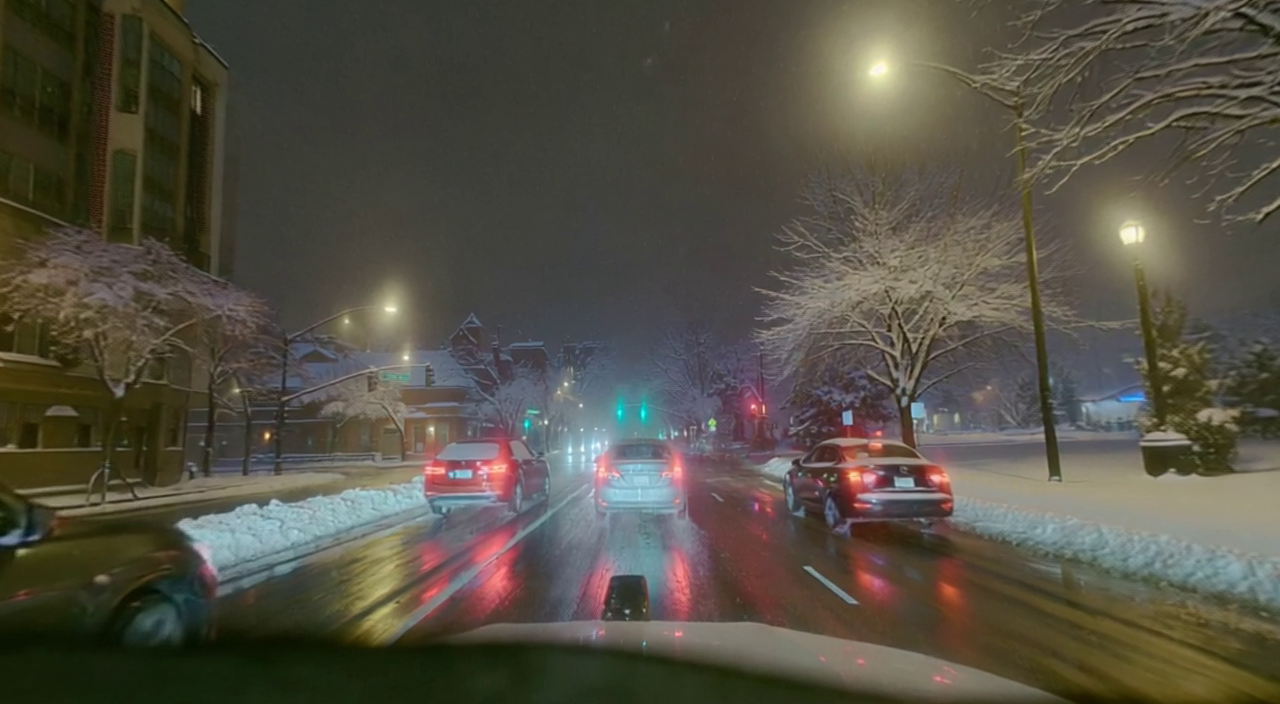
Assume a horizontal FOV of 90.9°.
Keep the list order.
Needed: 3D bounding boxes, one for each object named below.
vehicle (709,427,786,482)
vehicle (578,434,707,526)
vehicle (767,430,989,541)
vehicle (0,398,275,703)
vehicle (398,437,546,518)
[{"bbox_3d":[4.199,4.119,25.591,2.142,1.957,5.443,0,-8,0],"label":"vehicle"},{"bbox_3d":[-0.021,2.385,12.324,2.101,1.480,3.929,0,-8,-2],"label":"vehicle"},{"bbox_3d":[3.729,2.163,10.930,1.990,1.486,4.431,0,-8,-2],"label":"vehicle"},{"bbox_3d":[-3.342,0.832,1.693,2.038,1.481,4.379,0,-8,1],"label":"vehicle"},{"bbox_3d":[-3.419,2.618,13.715,2.002,1.465,4.098,0,-8,1],"label":"vehicle"}]
